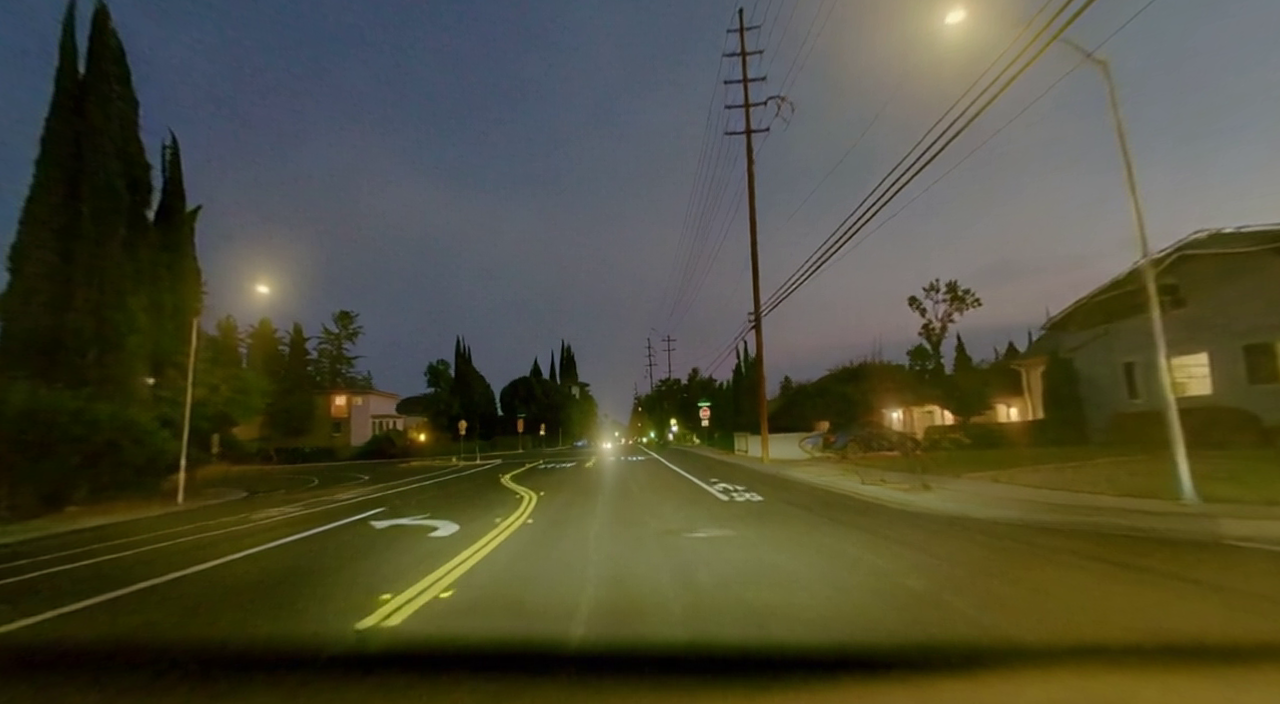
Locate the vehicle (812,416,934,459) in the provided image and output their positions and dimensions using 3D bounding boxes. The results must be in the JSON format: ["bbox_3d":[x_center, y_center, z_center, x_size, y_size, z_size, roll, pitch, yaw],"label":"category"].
[{"bbox_3d":[10.251,3.821,28.122,4.544,1.807,2.204,0,-9,2],"label":"vehicle"}]
